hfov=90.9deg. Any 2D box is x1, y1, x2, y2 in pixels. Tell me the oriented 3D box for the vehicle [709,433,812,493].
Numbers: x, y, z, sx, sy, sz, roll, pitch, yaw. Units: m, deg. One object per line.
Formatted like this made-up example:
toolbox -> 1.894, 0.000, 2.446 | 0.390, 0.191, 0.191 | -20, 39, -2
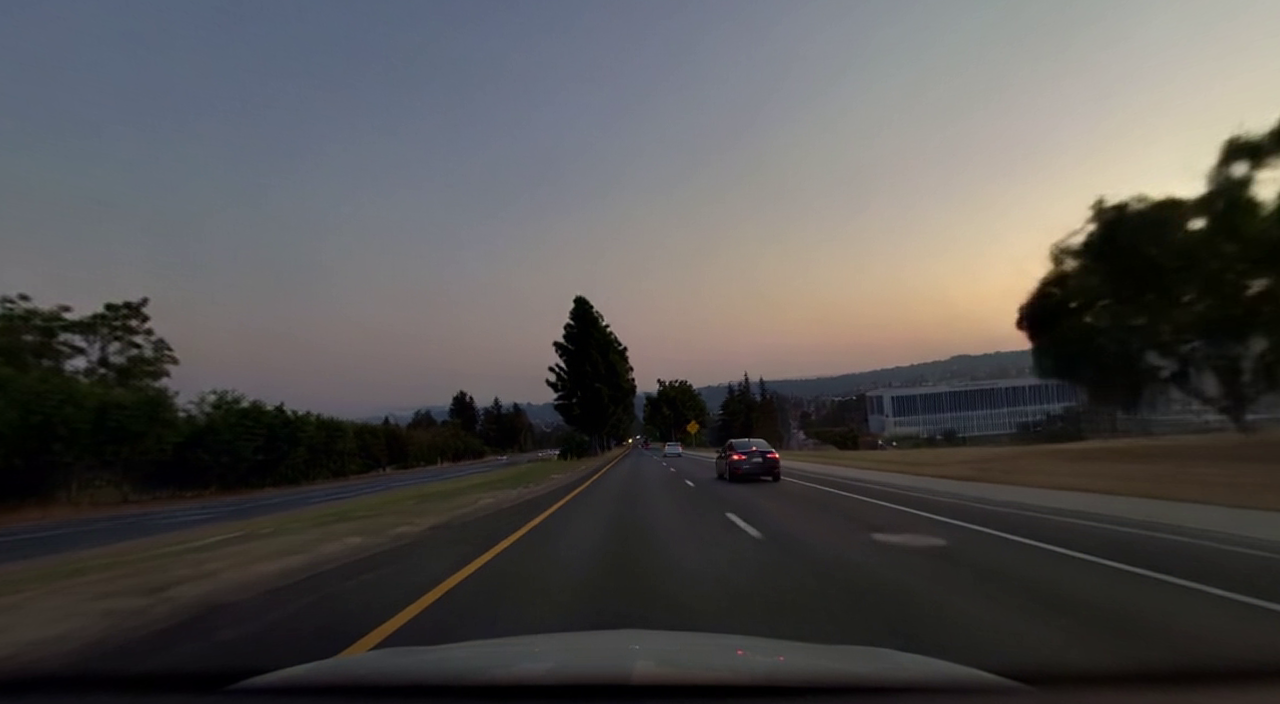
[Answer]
vehicle -> 3.431, 3.248, 18.903 | 2.042, 1.518, 4.477 | -1, -8, -2
